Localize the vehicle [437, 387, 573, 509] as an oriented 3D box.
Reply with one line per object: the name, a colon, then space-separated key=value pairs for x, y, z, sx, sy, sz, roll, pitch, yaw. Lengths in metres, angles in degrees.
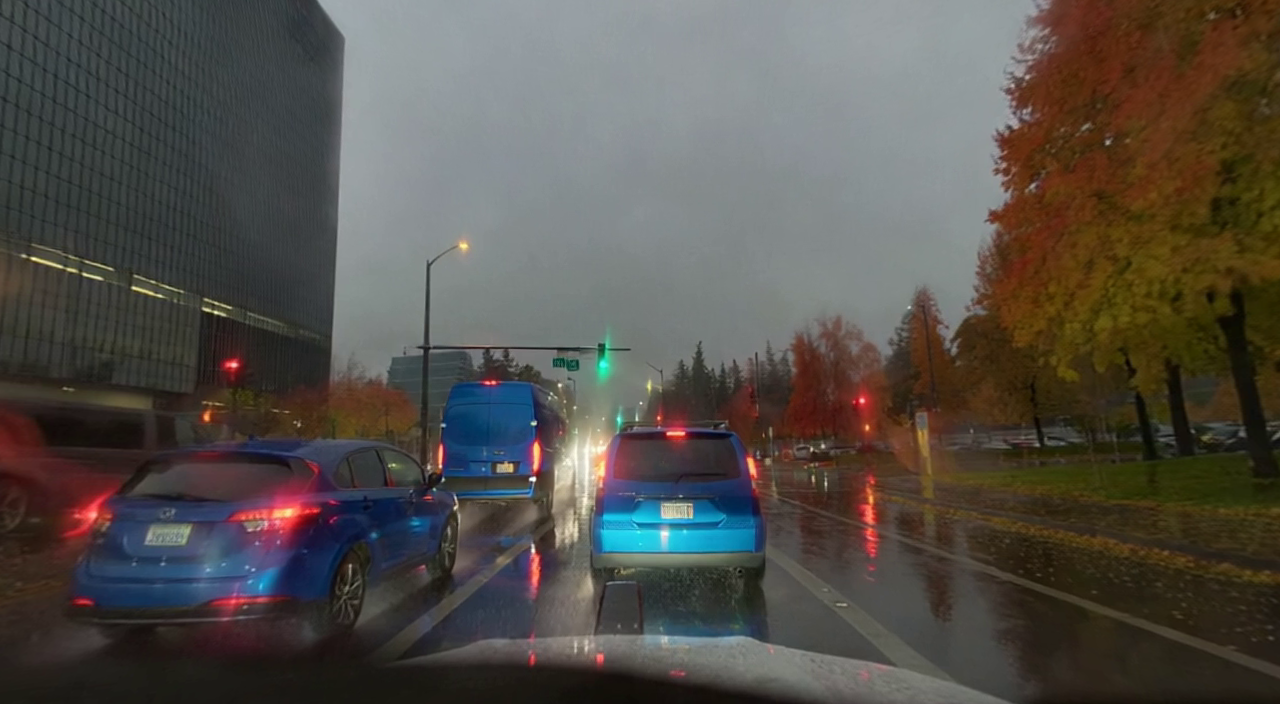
vehicle: x=-3.245 y=2.537 z=16.574 sx=2.343 sy=2.635 sz=5.684 roll=0 pitch=-9 yaw=0

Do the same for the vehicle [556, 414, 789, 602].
vehicle: x=0.194 y=1.602 z=7.205 sx=1.979 sy=1.562 sz=3.630 roll=0 pitch=-9 yaw=-3

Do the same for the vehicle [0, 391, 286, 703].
vehicle: x=-2.901 y=0.818 z=1.525 sx=1.893 sy=1.491 sz=3.798 roll=0 pitch=-9 yaw=-1

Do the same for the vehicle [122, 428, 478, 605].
vehicle: x=-3.484 y=1.754 z=7.583 sx=1.955 sy=1.499 sz=4.223 roll=0 pitch=-9 yaw=0
